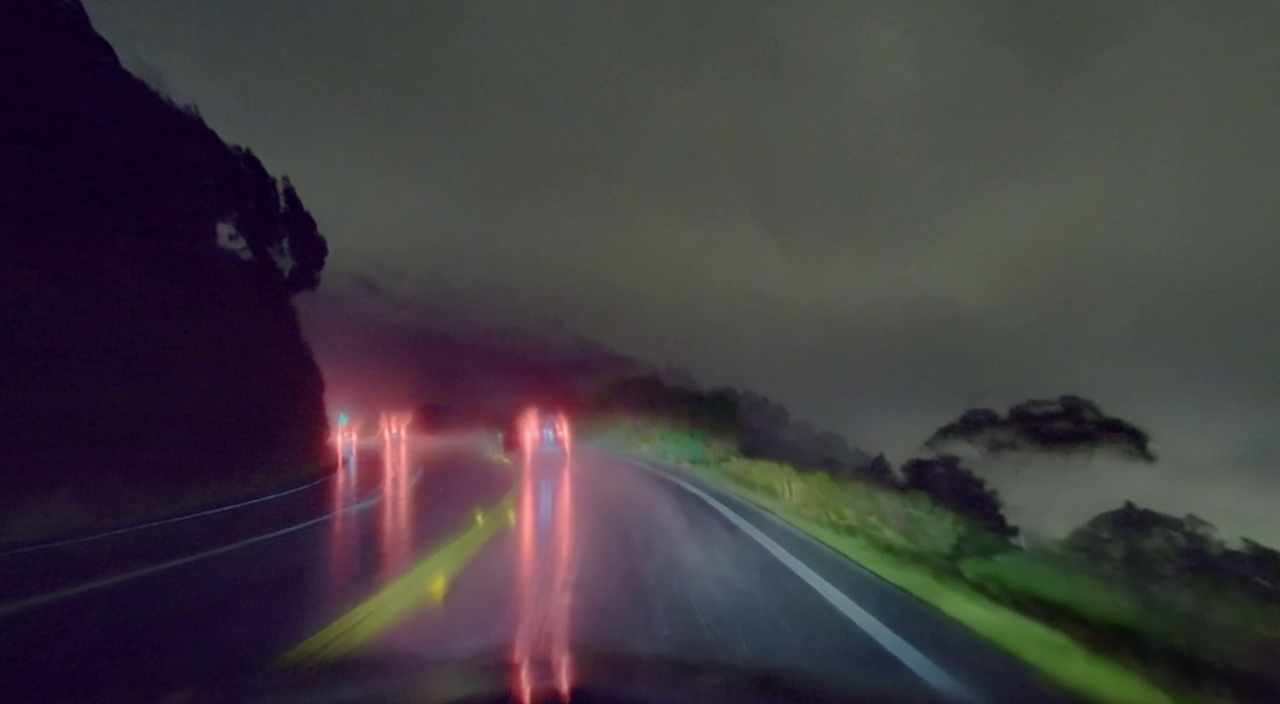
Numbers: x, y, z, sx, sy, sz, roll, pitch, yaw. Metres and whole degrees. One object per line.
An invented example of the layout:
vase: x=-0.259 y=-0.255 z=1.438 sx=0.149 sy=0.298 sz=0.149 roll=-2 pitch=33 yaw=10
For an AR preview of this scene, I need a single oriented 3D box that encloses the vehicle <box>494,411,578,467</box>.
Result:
vehicle: x=-4.394 y=3.565 z=25.746 sx=2.500 sy=1.961 sz=5.637 roll=1 pitch=-8 yaw=-18
